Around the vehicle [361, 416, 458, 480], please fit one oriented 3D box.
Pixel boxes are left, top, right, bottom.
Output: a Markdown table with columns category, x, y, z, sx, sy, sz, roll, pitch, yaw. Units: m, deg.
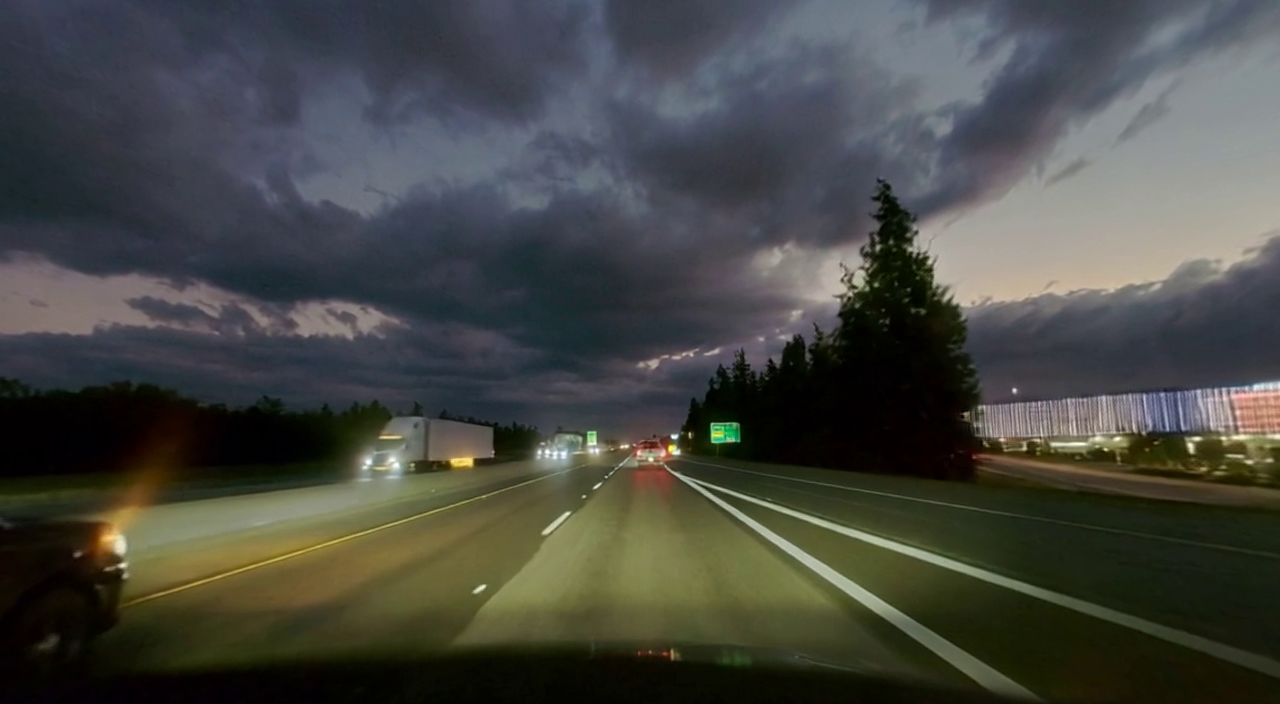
| category | x | y | z | sx | sy | sz | roll | pitch | yaw |
| --- | --- | --- | --- | --- | --- | --- | --- | --- | --- |
| vehicle | -16.443 | 7.015 | 45.756 | 2.999 | 4.090 | 10.254 | -1 | -9 | 1 |

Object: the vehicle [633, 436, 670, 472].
| category | x | y | z | sx | sy | sz | roll | pitch | yaw |
| --- | --- | --- | --- | --- | --- | --- | --- | --- | --- |
| vehicle | 0.720 | 6.502 | 40.122 | 2.268 | 2.122 | 4.595 | -1 | -9 | 1 |
